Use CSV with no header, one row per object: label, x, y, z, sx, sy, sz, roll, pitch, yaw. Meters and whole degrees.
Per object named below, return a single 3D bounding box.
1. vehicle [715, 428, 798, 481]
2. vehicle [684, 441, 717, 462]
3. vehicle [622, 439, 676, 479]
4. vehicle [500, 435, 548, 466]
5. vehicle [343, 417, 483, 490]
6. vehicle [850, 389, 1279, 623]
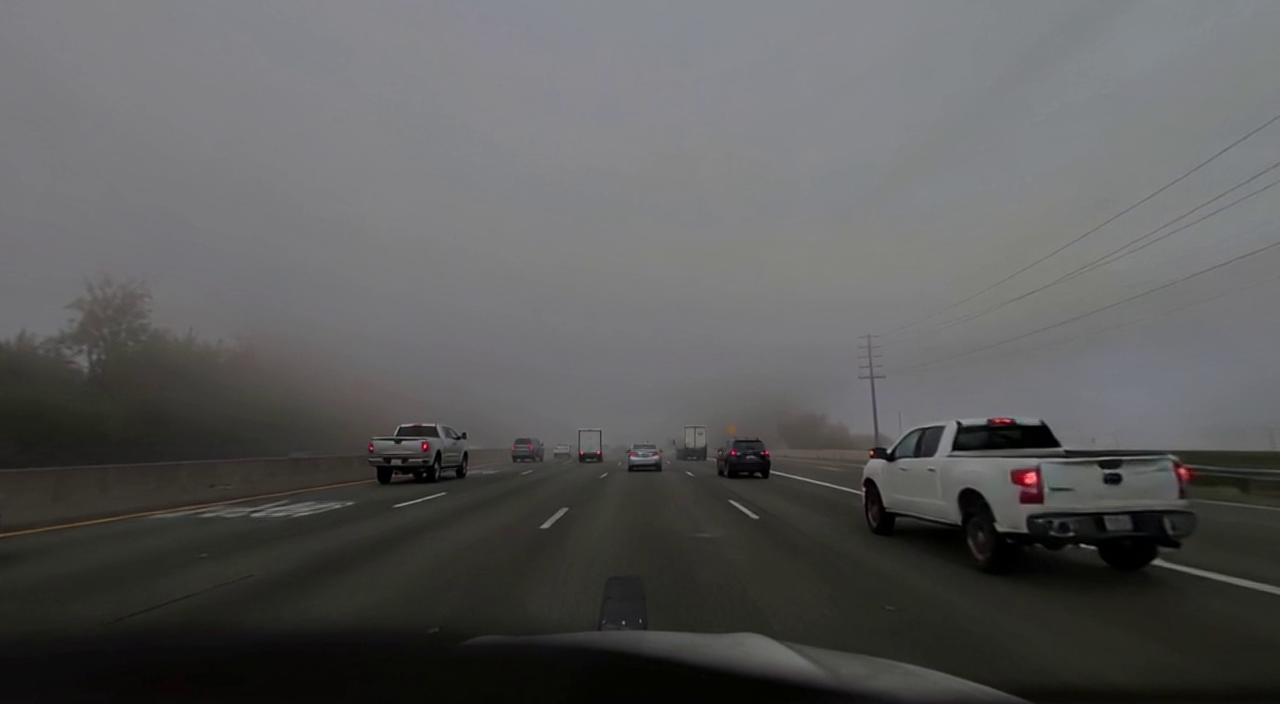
vehicle,4.309,3.890,24.137,2.195,1.778,4.455,0,-9,-1
vehicle,4.193,6.954,44.143,1.895,1.429,3.908,0,-8,0
vehicle,0.322,4.231,25.223,1.966,1.444,3.986,0,-8,0
vehicle,-6.863,5.904,37.868,1.978,1.680,4.263,0,-9,1
vehicle,-6.873,3.186,20.006,2.269,1.936,5.777,0,-9,0
vehicle,4.012,1.443,6.825,2.002,1.691,4.290,0,-8,0
